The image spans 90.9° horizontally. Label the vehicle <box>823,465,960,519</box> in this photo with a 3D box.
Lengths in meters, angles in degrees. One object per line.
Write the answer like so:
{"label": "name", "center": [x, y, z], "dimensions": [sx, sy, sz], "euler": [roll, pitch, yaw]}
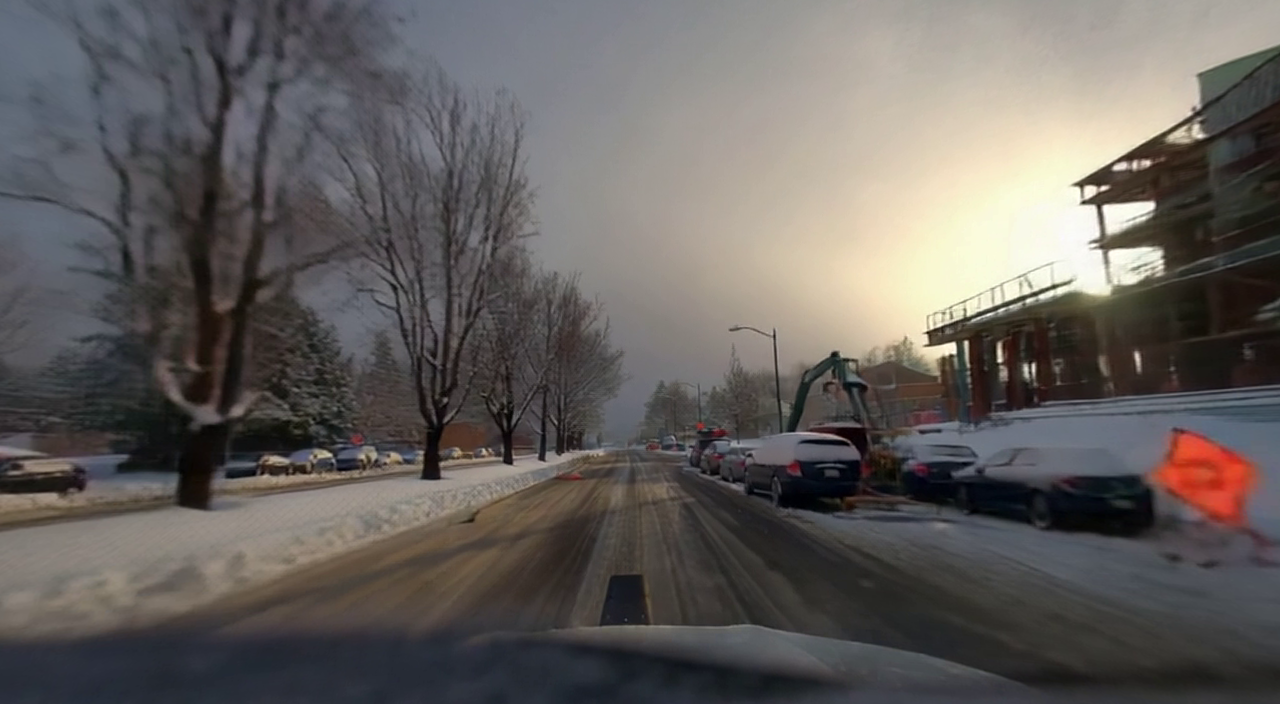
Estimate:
{"label": "vehicle", "center": [4.996, 2.800, 12.837], "dimensions": [1.973, 0.903, 2.151], "euler": [0, -8, 3]}

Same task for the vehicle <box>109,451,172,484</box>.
{"label": "vehicle", "center": [-28.779, 6.559, 36.244], "dimensions": [4.514, 1.692, 2.108], "euler": [-8, -11, 44]}

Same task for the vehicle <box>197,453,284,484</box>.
{"label": "vehicle", "center": [-21.600, 6.264, 34.283], "dimensions": [1.811, 1.480, 4.425], "euler": [0, -8, 0]}

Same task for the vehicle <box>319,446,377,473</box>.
{"label": "vehicle", "center": [-21.600, 7.966, 46.888], "dimensions": [2.027, 1.855, 4.908], "euler": [0, -8, -2]}

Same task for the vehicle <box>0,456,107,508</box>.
{"label": "vehicle", "center": [-21.742, 4.548, 22.477], "dimensions": [1.832, 1.583, 4.083], "euler": [0, -8, 0]}

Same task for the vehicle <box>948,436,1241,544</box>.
{"label": "vehicle", "center": [7.433, 2.248, 11.028], "dimensions": [1.933, 1.483, 4.330], "euler": [0, -8, 1]}

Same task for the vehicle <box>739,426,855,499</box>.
{"label": "vehicle", "center": [4.356, 3.164, 18.419], "dimensions": [2.050, 1.832, 4.794], "euler": [0, -8, -1]}

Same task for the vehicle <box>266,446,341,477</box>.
{"label": "vehicle", "center": [-21.579, 7.021, 40.675], "dimensions": [1.986, 1.805, 5.444], "euler": [0, -8, -2]}
